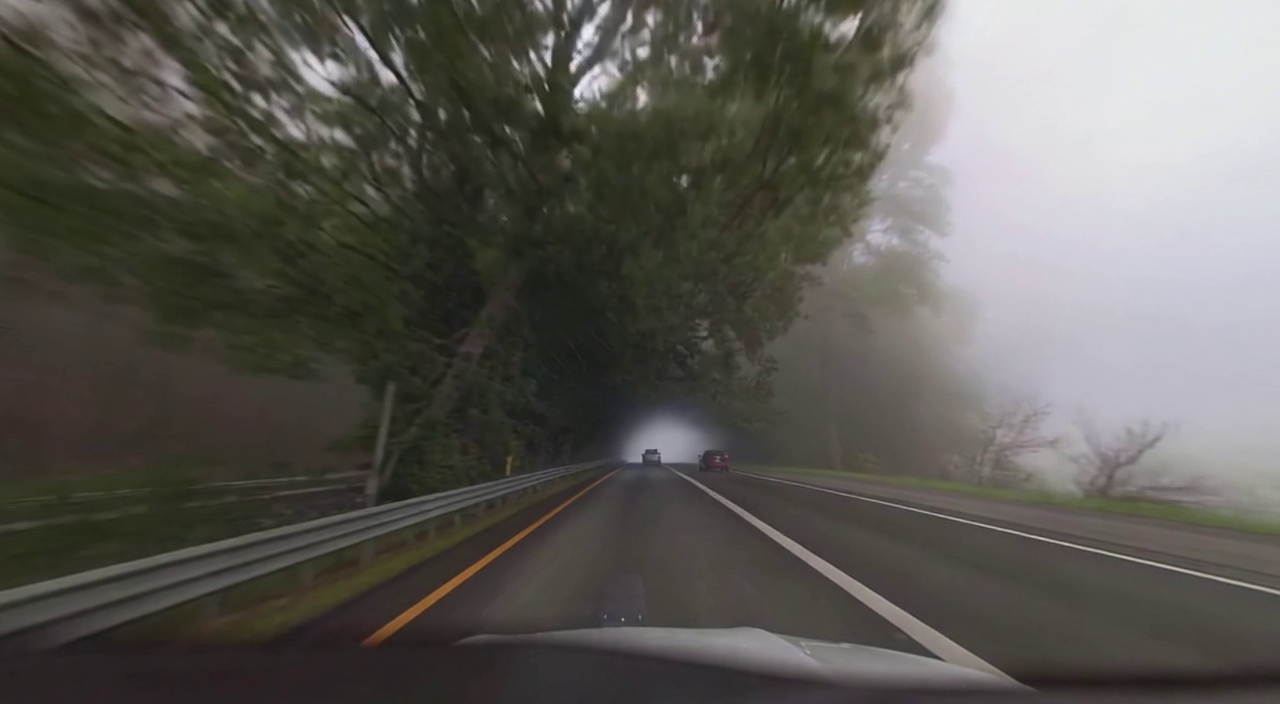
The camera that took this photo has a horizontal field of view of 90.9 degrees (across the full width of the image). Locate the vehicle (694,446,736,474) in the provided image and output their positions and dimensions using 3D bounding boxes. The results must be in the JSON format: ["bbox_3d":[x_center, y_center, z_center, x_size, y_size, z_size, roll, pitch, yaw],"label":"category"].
[{"bbox_3d":[4.207,6.148,35.886,1.846,1.485,3.679,0,-9,-2],"label":"vehicle"}]

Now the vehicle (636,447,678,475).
[{"bbox_3d":[0.909,6.104,35.425,2.162,1.492,3.975,0,-9,-1],"label":"vehicle"}]
